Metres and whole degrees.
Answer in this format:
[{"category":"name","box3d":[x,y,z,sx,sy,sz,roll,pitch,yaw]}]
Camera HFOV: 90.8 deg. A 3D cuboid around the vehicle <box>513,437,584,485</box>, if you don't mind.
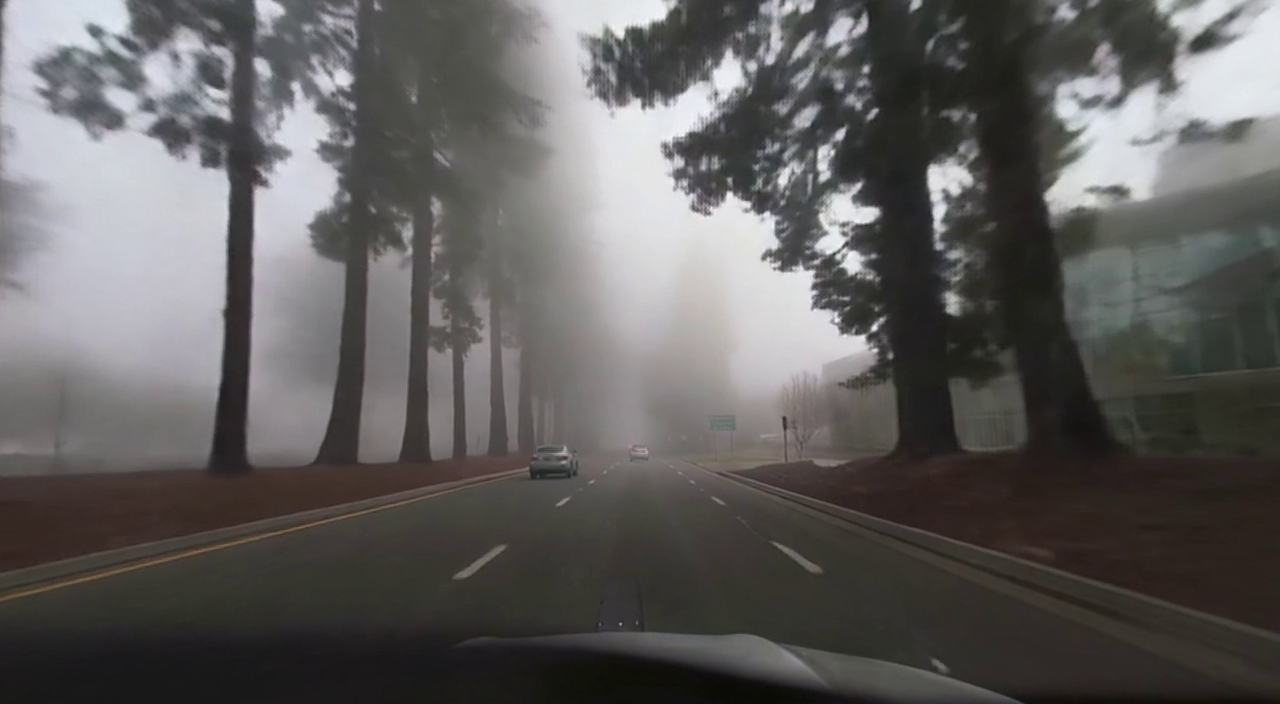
[{"category":"vehicle","box3d":[-3.295,4.019,23.550,1.942,1.588,4.172,0,-9,1]}]
